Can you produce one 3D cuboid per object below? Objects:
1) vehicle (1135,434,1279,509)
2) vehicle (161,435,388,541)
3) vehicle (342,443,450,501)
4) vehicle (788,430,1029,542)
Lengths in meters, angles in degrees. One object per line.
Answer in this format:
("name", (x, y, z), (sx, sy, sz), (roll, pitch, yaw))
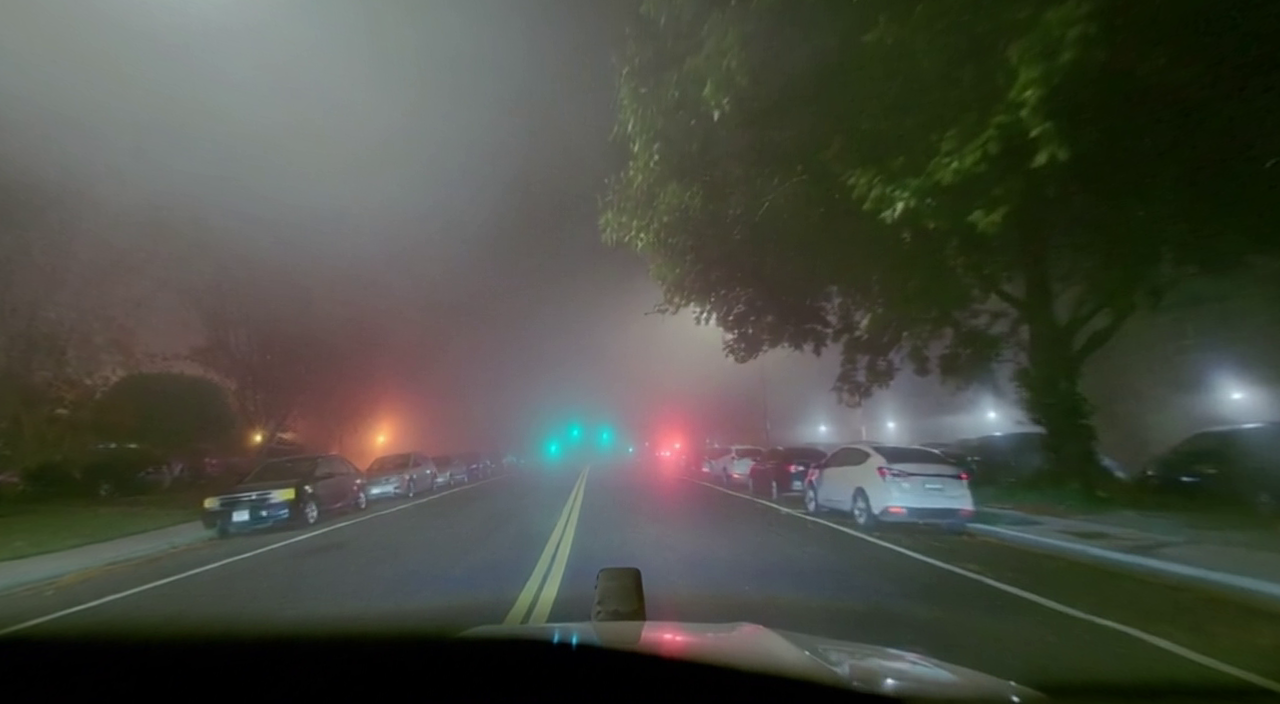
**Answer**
("vehicle", (12.767, 2.368, 12.752), (4.028, 1.380, 1.826), (0, -9, -3))
("vehicle", (-7.435, 2.815, 13.716), (2.033, 1.759, 5.372), (-1, -9, -4))
("vehicle", (-7.815, 3.882, 20.807), (1.947, 1.665, 4.716), (1, -9, -4))
("vehicle", (4.207, 2.178, 10.935), (1.861, 1.490, 4.619), (1, -9, -4))
